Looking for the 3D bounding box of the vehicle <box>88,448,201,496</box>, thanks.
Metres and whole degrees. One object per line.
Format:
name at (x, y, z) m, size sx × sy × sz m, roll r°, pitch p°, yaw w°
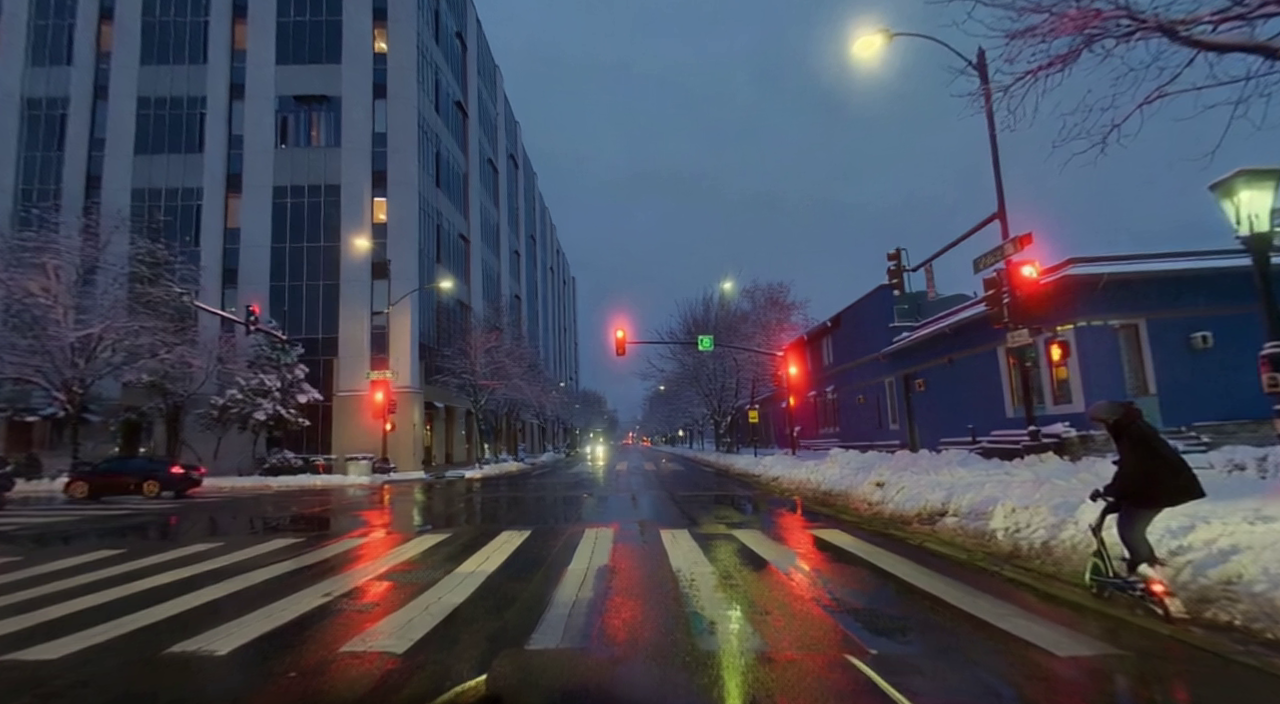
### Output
vehicle at (-17.699, 4.250, 22.610) m, size 2.827 × 1.613 × 1.717 m, roll -3°, pitch -9°, yaw 15°
